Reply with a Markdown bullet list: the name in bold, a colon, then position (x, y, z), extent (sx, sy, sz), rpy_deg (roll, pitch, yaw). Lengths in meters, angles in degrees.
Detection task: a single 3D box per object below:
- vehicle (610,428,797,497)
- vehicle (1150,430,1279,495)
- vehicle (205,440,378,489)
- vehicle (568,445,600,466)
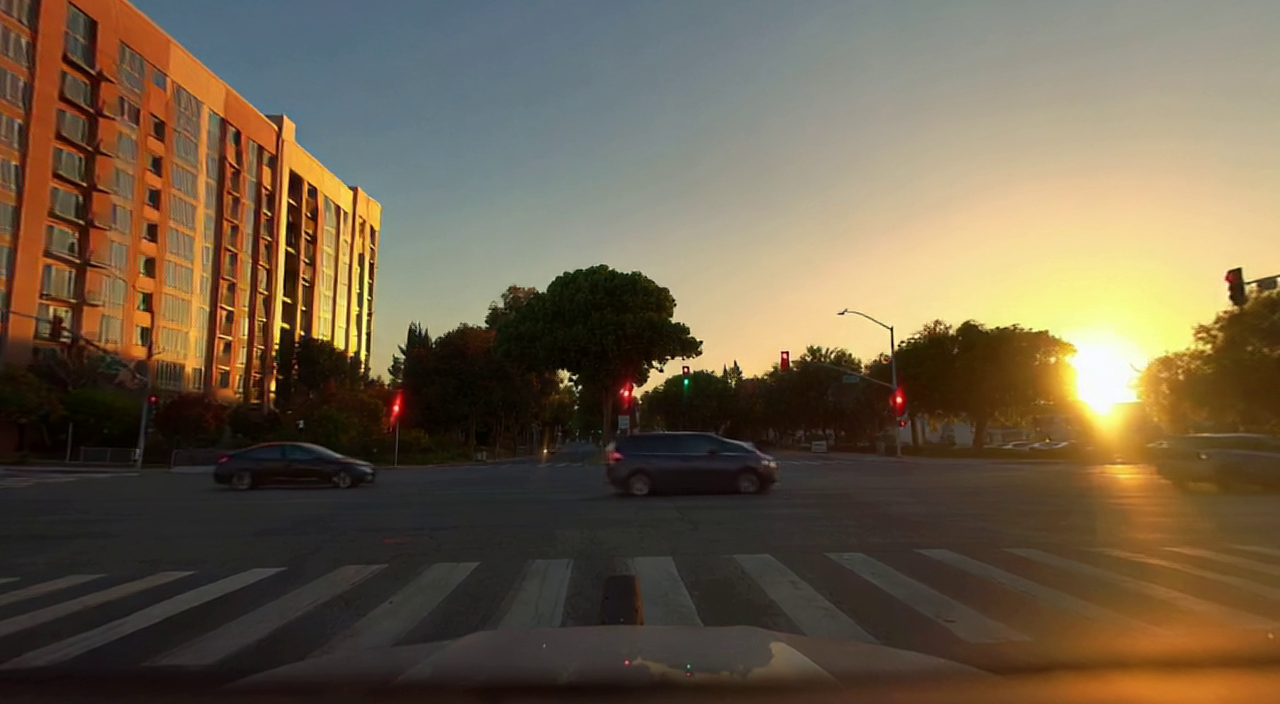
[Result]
- **vehicle**: position (1.678, 3.093, 17.965), extent (4.923, 1.800, 2.153), rpy_deg (1, -8, -6)
- **vehicle**: position (20.026, 3.514, 20.398), extent (5.101, 1.940, 2.468), rpy_deg (1, -8, -6)
- **vehicle**: position (-11.101, 3.607, 20.516), extent (4.424, 1.454, 2.043), rpy_deg (2, -9, -11)
- **vehicle**: position (-4.387, 8.131, 49.773), extent (2.130, 1.613, 4.121), rpy_deg (0, -8, 0)
